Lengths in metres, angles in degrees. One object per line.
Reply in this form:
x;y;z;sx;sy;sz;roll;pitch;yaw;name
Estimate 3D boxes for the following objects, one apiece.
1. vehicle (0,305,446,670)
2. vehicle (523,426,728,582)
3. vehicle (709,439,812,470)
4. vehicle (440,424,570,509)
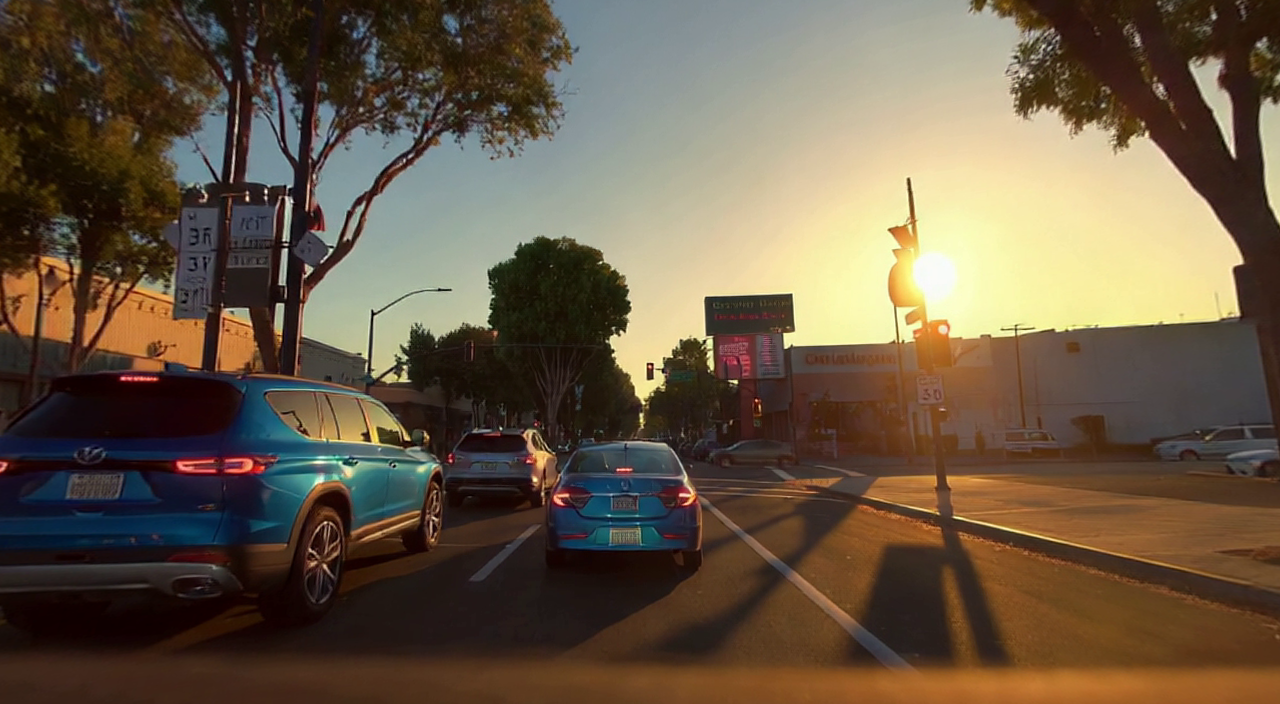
-3.812;1.132;6.227;2.152;2.118;5.066;0;-8;0;vehicle
-0.169;1.780;8.188;1.966;1.481;4.146;0;-8;-1;vehicle
6.130;5.232;32.203;4.809;1.476;1.845;1;-9;-9;vehicle
-2.924;2.596;14.617;2.047;1.664;4.148;0;-8;1;vehicle
